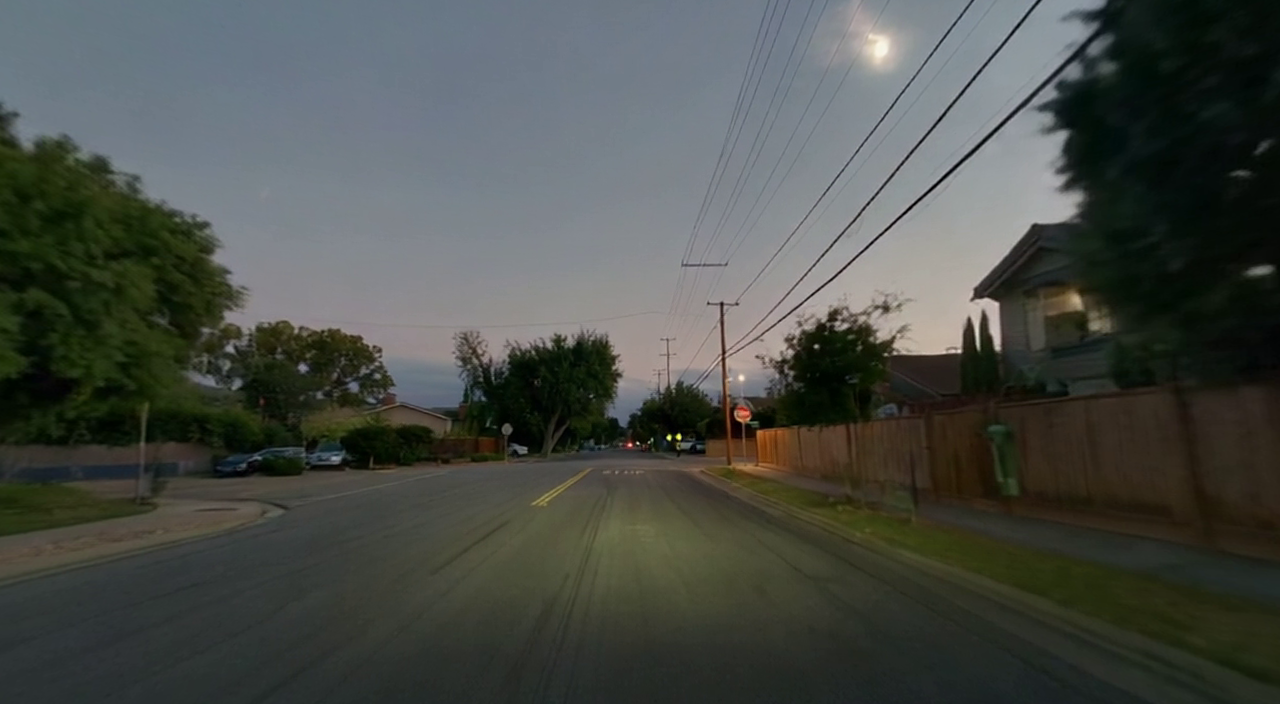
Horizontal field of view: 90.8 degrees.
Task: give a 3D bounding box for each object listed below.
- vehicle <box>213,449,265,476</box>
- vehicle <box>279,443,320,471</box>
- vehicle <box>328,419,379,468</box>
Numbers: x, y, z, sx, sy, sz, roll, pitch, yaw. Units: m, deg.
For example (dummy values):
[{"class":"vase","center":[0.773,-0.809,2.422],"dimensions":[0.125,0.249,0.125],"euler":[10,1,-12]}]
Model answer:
[{"class":"vehicle","center":[-24.255,6.671,38.374],"dimensions":[1.955,1.448,4.542],"euler":[3,-9,-24]},{"class":"vehicle","center":[-23.908,7.334,44.469],"dimensions":[2.083,1.802,4.455],"euler":[4,-9,-24]},{"class":"vehicle","center":[-20.458,6.731,45.323],"dimensions":[2.842,3.181,8.576],"euler":[4,-11,-23]}]
